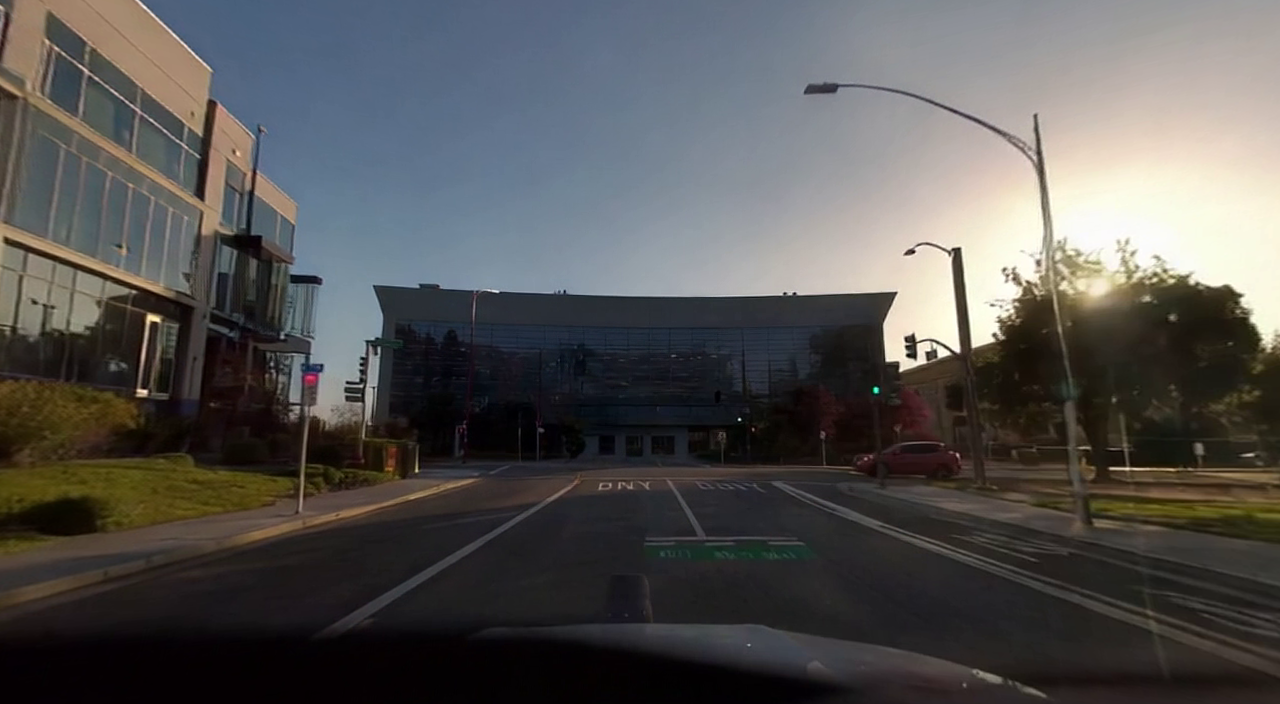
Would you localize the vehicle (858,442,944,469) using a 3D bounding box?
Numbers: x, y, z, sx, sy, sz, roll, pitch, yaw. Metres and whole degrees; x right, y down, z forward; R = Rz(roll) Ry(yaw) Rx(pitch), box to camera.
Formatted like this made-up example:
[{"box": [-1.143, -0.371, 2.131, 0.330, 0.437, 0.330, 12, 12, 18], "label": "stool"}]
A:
[{"box": [17.141, 6.794, 41.502, 4.715, 1.671, 2.030, 0, -8, 0], "label": "vehicle"}]
